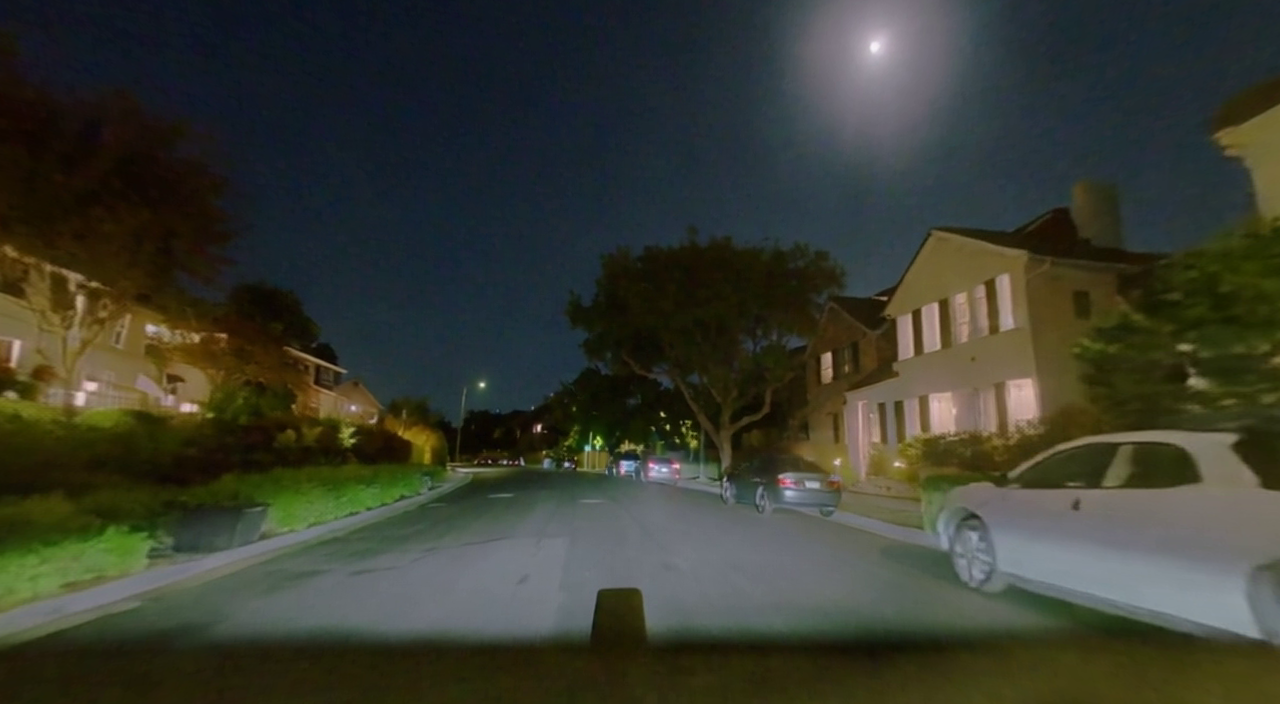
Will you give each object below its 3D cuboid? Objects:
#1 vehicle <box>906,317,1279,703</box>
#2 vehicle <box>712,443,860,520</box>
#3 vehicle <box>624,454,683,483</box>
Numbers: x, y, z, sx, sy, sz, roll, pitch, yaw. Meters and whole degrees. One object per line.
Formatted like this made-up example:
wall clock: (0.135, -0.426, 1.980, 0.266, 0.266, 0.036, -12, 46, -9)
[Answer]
vehicle: (4.900, 1.109, 4.765, 2.788, 2.227, 6.194, 0, -9, -3)
vehicle: (3.772, 3.441, 17.522, 2.111, 1.771, 4.942, 1, -9, -11)
vehicle: (0.718, 6.746, 37.004, 2.193, 1.504, 4.576, 2, -9, -16)
